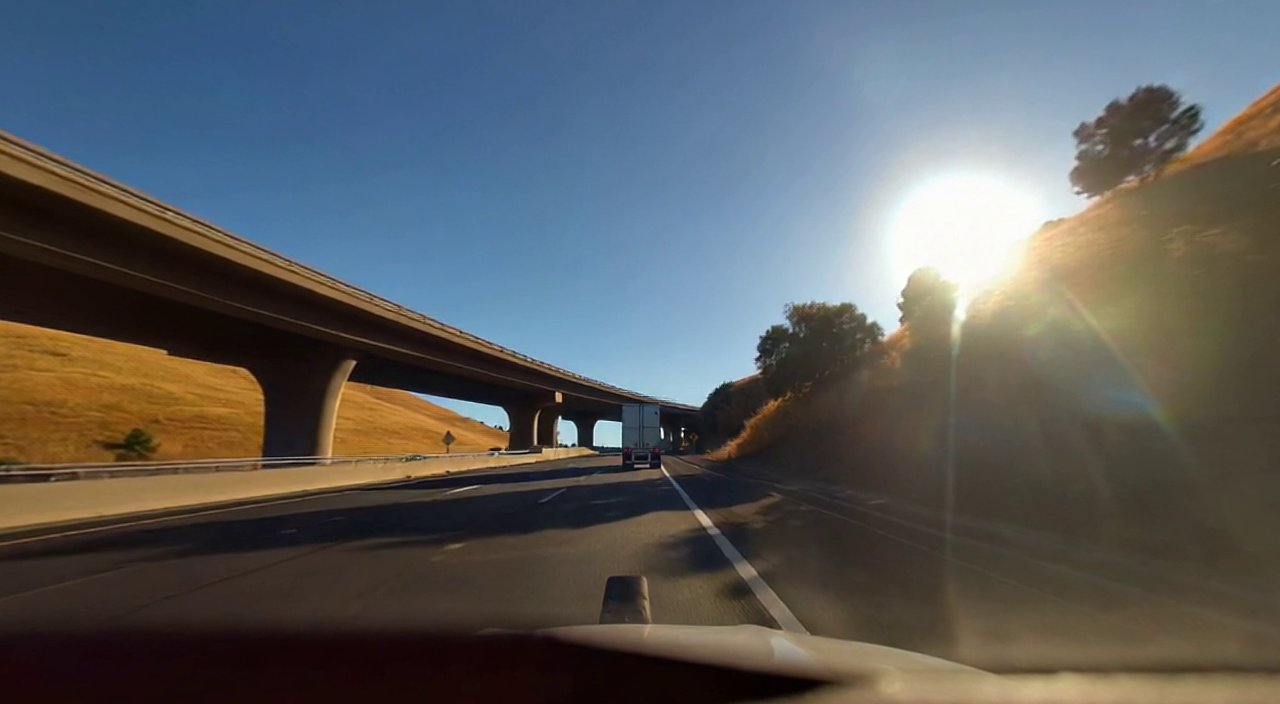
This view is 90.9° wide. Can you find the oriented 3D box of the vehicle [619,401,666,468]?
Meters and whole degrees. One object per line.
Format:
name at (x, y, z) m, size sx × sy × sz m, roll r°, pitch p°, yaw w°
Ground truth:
vehicle at (0.118, 5.807, 43.652) m, size 2.866 × 4.014 × 11.261 m, roll 0°, pitch -9°, yaw 0°
